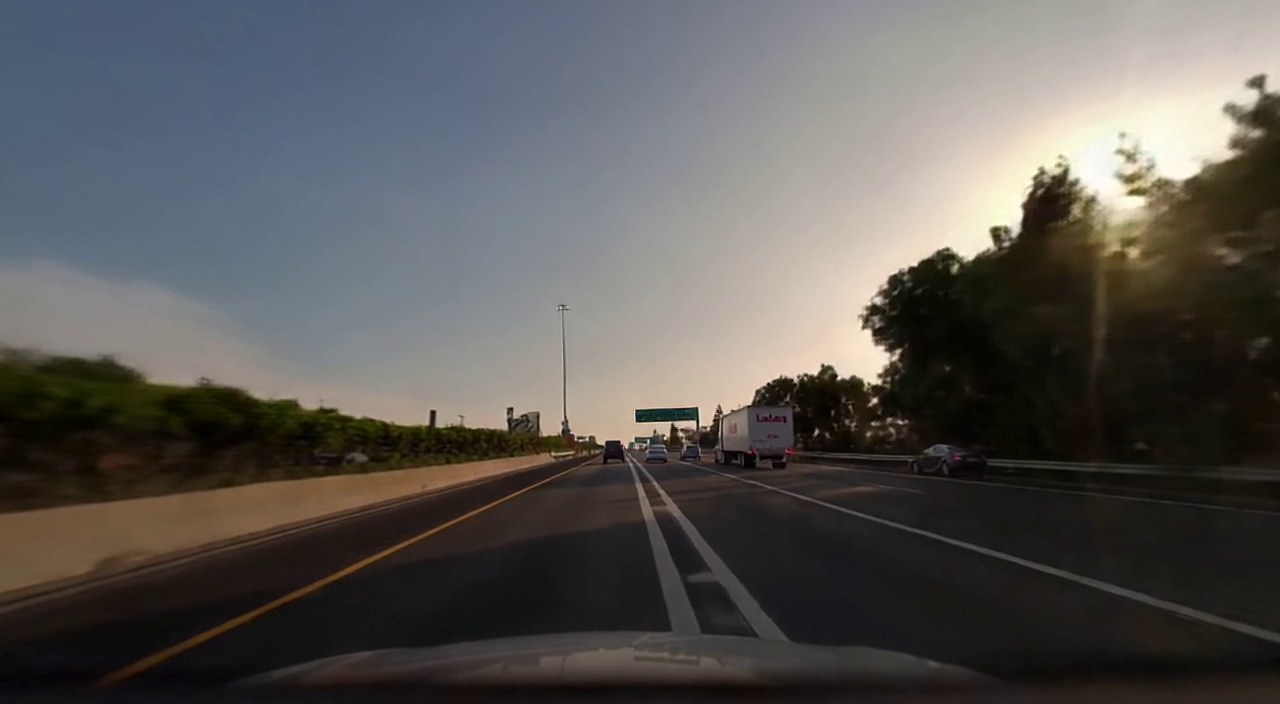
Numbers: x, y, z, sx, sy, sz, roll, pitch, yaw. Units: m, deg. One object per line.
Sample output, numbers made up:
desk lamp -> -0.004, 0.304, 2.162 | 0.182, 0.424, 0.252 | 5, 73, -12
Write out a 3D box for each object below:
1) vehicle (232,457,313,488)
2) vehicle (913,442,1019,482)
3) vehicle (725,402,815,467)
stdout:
vehicle -> -20.891, 6.839, 36.159 | 1.898, 1.587, 4.566 | 0, -9, -1
vehicle -> 13.166, 4.448, 25.855 | 1.862, 1.462, 4.459 | 0, -9, -2
vehicle -> 9.414, 6.482, 48.651 | 2.892, 4.128, 16.495 | 0, -9, -2
